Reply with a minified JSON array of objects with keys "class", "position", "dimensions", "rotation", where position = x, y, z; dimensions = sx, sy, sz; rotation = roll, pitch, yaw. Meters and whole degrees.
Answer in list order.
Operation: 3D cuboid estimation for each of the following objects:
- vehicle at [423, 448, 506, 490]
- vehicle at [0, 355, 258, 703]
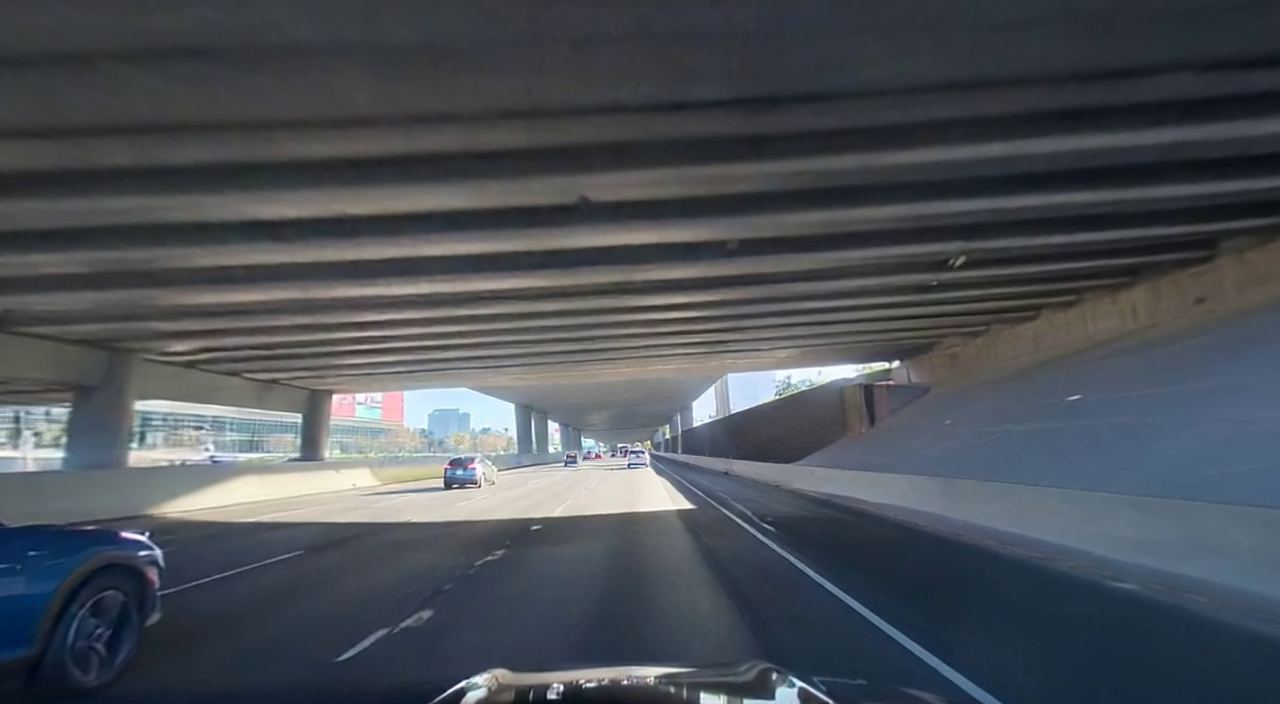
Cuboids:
[{"class":"vehicle","position":[-7.242,4.852,26.528],"dimensions":[1.998,1.542,4.953],"rotation":[0,-9,1]},{"class":"vehicle","position":[-3.728,0.804,2.091],"dimensions":[2.059,1.725,4.521],"rotation":[0,-9,0]}]
